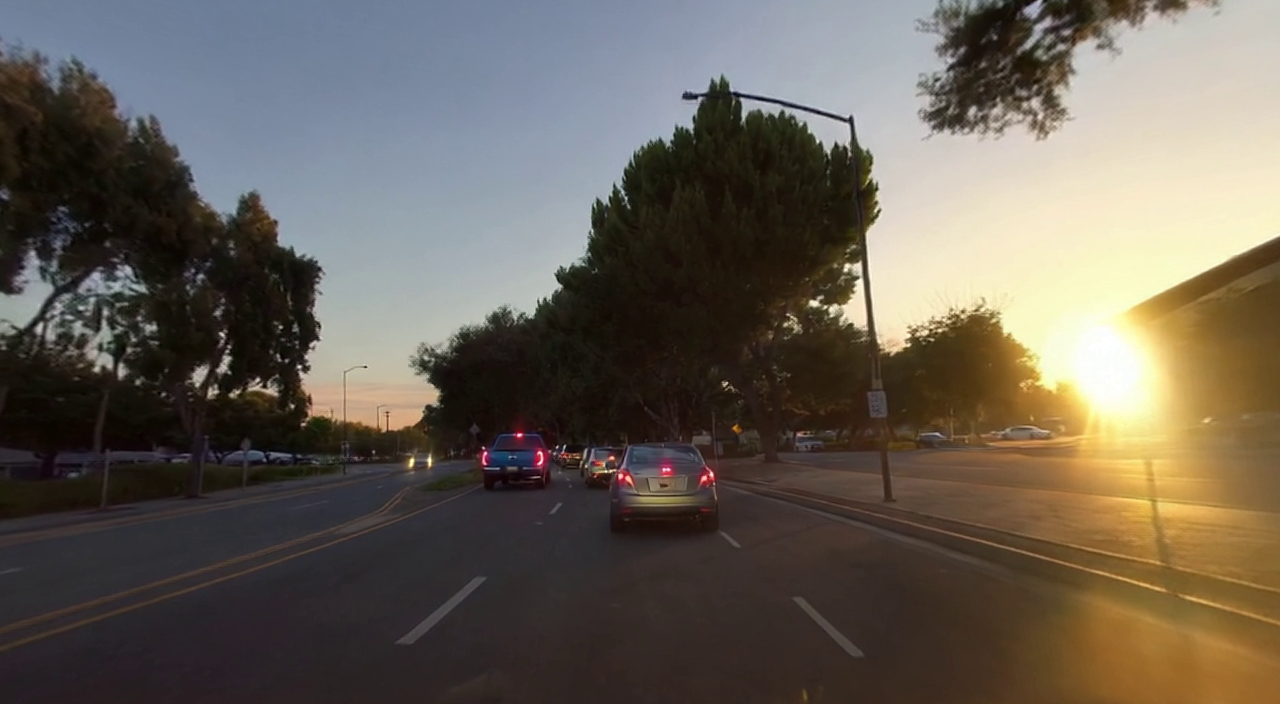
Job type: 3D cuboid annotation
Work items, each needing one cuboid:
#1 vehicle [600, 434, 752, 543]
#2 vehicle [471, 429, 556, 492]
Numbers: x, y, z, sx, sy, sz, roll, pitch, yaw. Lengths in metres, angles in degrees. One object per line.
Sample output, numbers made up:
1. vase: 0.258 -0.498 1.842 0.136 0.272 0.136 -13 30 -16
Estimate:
1. vehicle: 0.387 2.251 11.047 2.142 1.528 4.133 1 -9 -4
2. vehicle: -4.482 3.952 23.296 2.512 1.992 5.725 1 -9 -6
